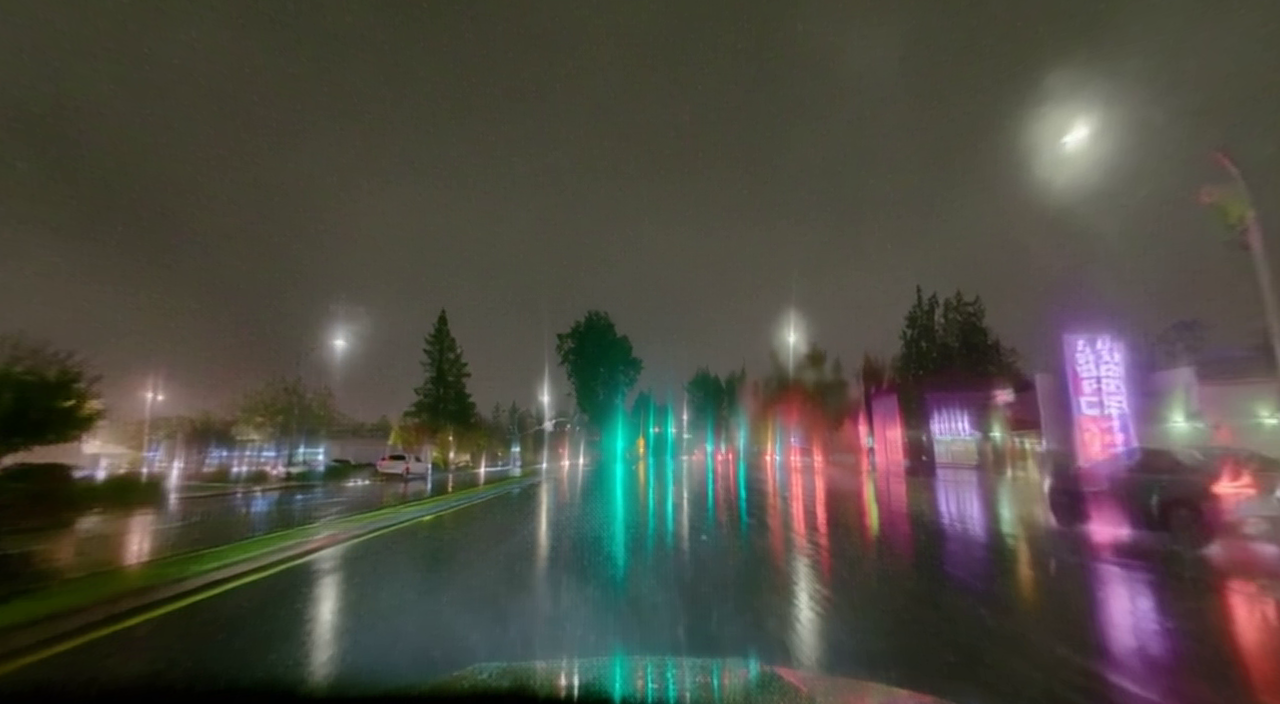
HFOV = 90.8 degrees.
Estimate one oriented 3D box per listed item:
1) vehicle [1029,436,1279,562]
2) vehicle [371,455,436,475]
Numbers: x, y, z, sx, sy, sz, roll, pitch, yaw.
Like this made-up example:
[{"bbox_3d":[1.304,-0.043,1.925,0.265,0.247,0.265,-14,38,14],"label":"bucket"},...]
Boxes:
[{"bbox_3d":[8.211,2.031,9.568,1.936,1.460,4.258,0,-8,1],"label":"vehicle"},{"bbox_3d":[-18.505,8.826,49.386,4.523,1.494,1.857,-3,-9,17],"label":"vehicle"}]
